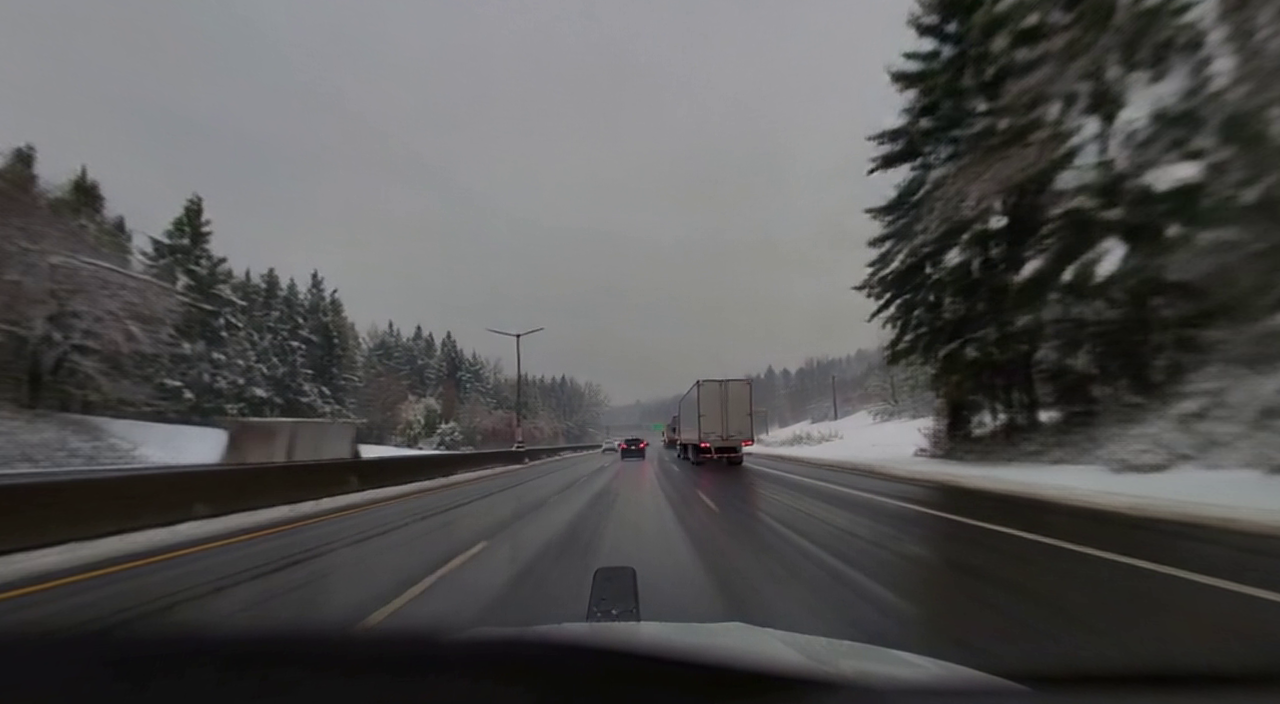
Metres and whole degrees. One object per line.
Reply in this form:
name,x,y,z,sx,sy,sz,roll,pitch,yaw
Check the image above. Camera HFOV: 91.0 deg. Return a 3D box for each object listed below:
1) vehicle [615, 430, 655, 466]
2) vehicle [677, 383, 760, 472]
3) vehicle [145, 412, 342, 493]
vehicle,-0.222,5.657,37.210,2.211,1.933,4.315,-1,-8,1
vehicle,4.074,4.535,36.596,3.005,4.121,14.417,0,-8,0
vehicle,-16.330,4.224,26.970,2.976,2.894,8.084,-1,-8,2
